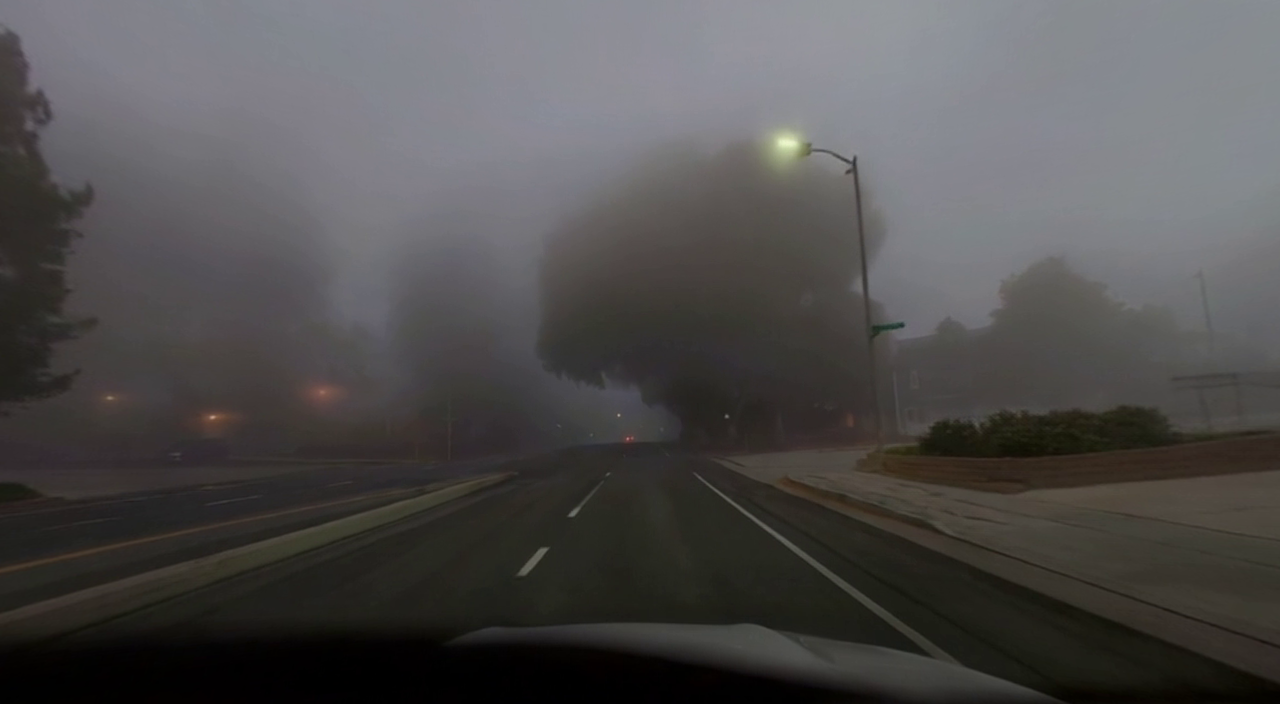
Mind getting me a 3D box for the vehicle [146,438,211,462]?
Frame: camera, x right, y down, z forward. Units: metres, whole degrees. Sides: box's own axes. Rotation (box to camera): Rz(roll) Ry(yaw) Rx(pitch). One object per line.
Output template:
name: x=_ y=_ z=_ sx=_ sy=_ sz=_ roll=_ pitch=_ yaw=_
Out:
vehicle: x=-29.900 y=6.339 z=41.081 sx=1.991 sy=1.435 sz=4.421 roll=2 pitch=-9 yaw=-17
